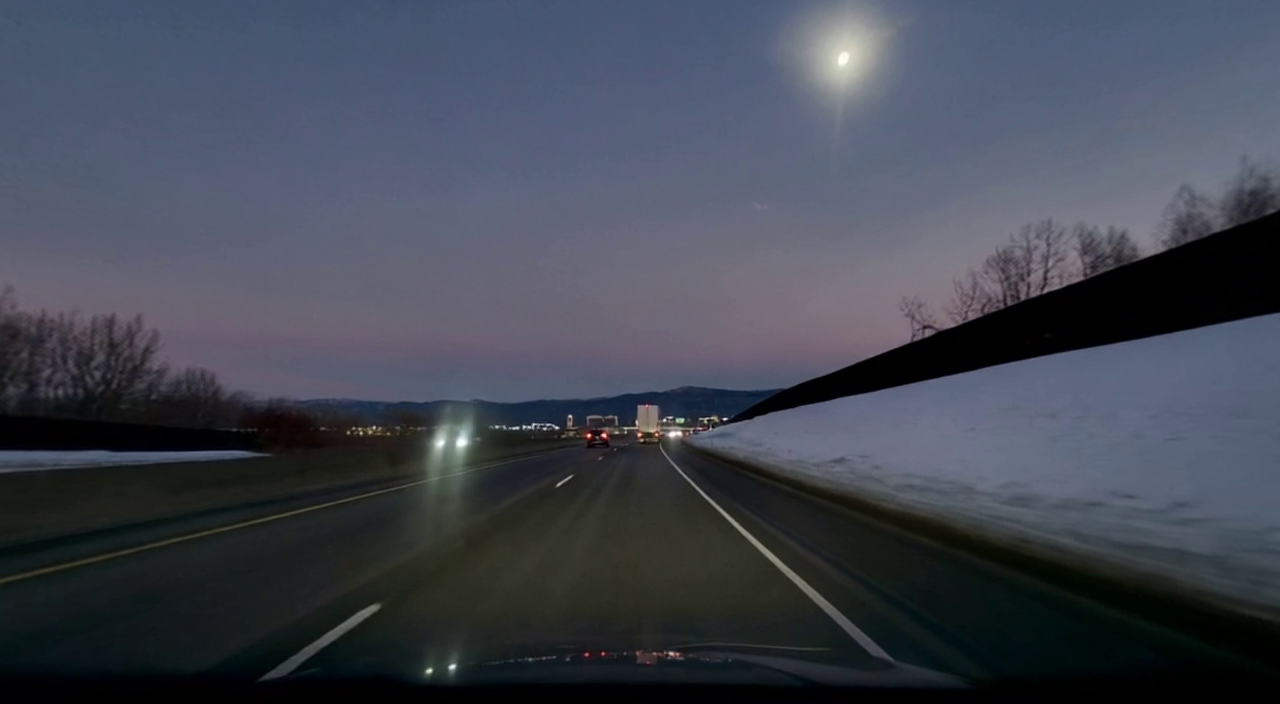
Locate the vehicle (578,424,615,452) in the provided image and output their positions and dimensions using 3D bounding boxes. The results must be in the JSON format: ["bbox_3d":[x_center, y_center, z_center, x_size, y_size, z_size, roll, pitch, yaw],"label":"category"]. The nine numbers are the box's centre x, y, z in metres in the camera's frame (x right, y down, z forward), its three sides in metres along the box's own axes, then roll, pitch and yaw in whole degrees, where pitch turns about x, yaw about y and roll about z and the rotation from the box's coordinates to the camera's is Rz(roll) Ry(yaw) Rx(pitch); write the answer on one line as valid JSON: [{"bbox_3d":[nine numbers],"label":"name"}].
[{"bbox_3d":[-2.724,5.485,40.193,2.018,1.678,4.312,0,-8,1],"label":"vehicle"}]

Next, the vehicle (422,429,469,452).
[{"bbox_3d":[-13.654,6.235,44.446,1.904,1.578,4.194,0,-7,1],"label":"vehicle"}]
